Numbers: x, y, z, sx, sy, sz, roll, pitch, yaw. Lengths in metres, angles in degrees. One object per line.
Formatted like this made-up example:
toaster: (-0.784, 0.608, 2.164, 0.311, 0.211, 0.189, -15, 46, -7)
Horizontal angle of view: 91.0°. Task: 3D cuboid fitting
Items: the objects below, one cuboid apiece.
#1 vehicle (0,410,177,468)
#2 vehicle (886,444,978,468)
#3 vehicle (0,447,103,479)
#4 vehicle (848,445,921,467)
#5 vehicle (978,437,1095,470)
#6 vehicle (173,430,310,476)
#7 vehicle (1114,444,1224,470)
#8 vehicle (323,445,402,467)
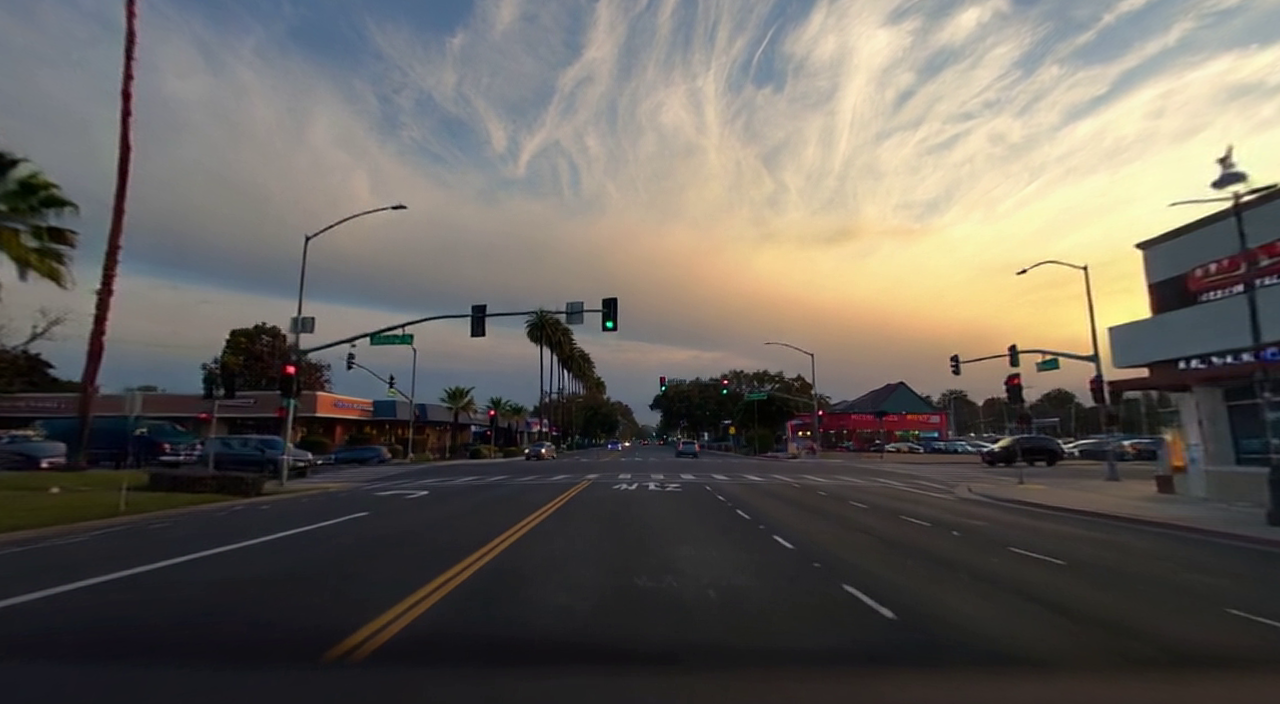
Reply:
vehicle: (-35.480, 5.199, 37.802, 12.726, 3.308, 3.114, 0, -7, 0)
vehicle: (18.895, 6.719, 40.832, 4.977, 1.508, 1.948, 0, -9, 0)
vehicle: (-28.787, 5.251, 29.997, 4.538, 1.446, 2.028, 0, -8, 1)
vehicle: (17.484, 7.442, 45.119, 4.451, 1.494, 1.857, 0, -9, 3)
vehicle: (23.362, 5.983, 37.218, 5.509, 1.873, 2.123, 0, -9, -2)
vehicle: (-18.849, 4.788, 29.981, 4.901, 2.064, 2.296, 0, -8, 0)
vehicle: (31.365, 6.205, 37.391, 4.701, 1.463, 1.989, 0, -9, -1)
vehicle: (-19.339, 7.274, 44.063, 4.791, 1.487, 2.002, 2, -9, -15)
